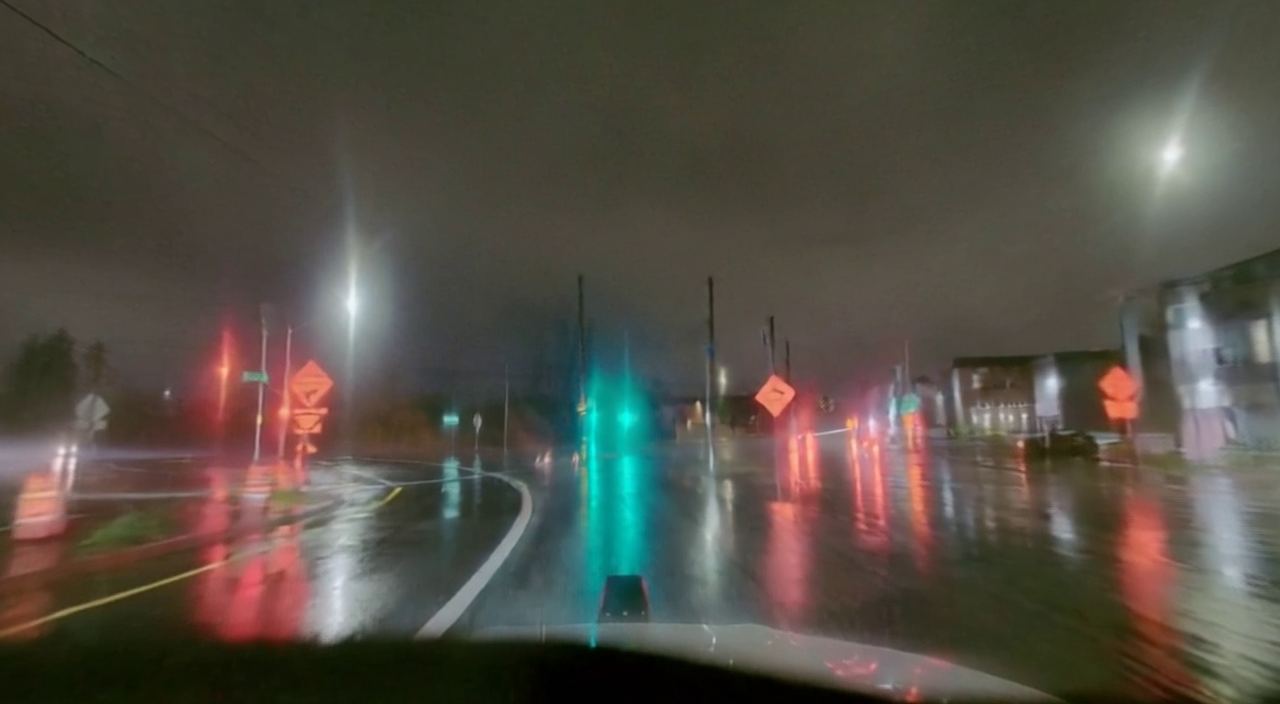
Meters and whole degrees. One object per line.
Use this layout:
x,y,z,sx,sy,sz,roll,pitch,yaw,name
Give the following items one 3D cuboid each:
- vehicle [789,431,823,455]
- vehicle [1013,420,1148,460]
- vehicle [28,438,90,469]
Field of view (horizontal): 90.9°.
12.779,7.065,48.740,2.150,1.779,4.423,-2,-9,10,vehicle
20.297,4.104,29.258,4.615,1.738,1.990,-1,-9,8,vehicle
-34.479,6.000,37.346,4.292,1.734,2.159,-8,-11,42,vehicle
